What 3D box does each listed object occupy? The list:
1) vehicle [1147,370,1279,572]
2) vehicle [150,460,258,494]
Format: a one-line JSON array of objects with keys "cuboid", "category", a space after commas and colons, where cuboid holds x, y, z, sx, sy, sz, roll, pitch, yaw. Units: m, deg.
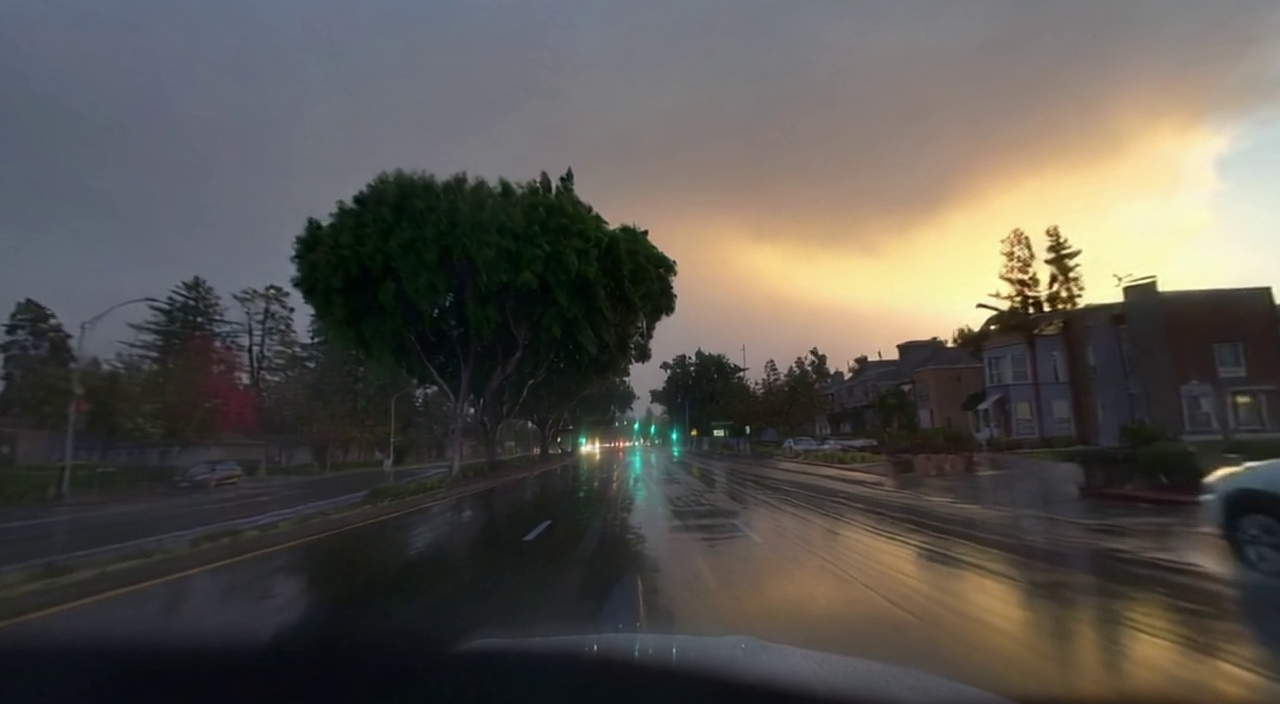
[{"cuboid": [7.111, 1.000, 5.127, 1.954, 1.907, 4.736, 0, -9, -1], "category": "vehicle"}, {"cuboid": [-22.185, 6.360, 32.535, 1.164, 1.469, 6.173, 0, -9, 0], "category": "vehicle"}]
